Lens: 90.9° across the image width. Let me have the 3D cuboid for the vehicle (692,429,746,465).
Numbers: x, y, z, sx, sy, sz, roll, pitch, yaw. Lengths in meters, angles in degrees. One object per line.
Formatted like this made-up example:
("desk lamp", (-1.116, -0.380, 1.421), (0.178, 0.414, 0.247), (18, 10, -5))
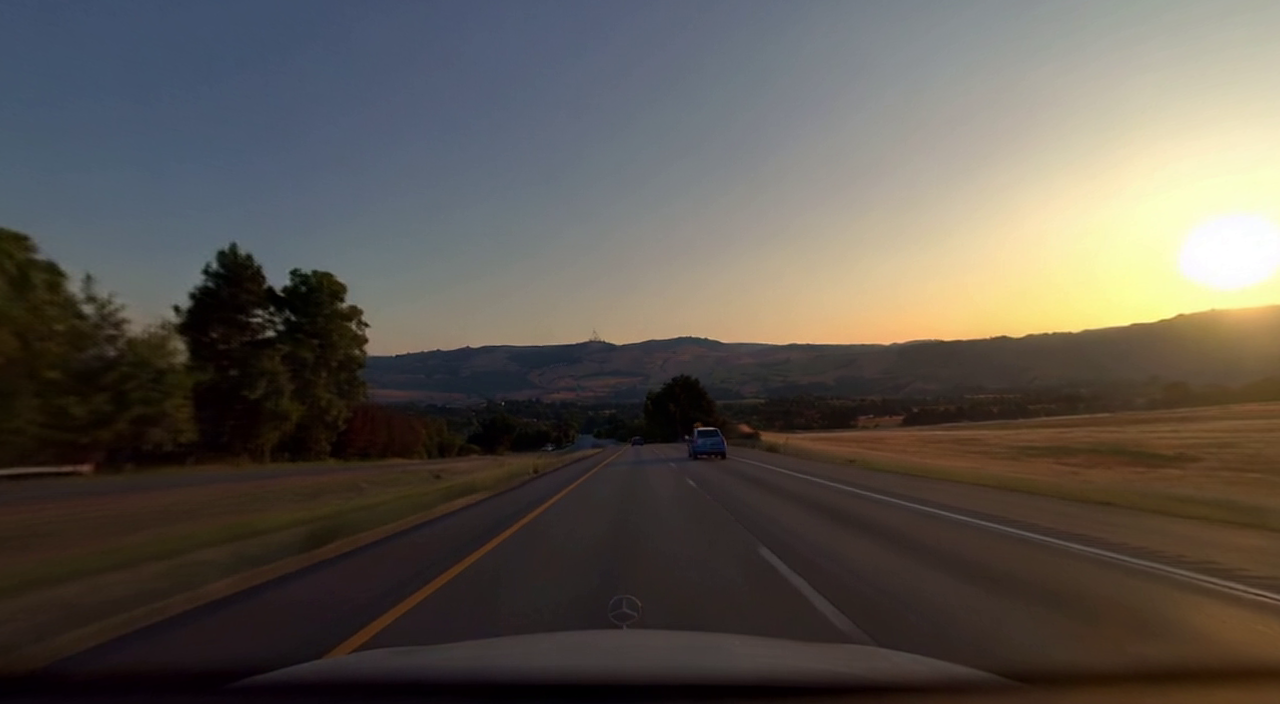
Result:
("vehicle", (3.787, 4.622, 30.850), (2.157, 1.640, 4.056), (0, -8, 1))
